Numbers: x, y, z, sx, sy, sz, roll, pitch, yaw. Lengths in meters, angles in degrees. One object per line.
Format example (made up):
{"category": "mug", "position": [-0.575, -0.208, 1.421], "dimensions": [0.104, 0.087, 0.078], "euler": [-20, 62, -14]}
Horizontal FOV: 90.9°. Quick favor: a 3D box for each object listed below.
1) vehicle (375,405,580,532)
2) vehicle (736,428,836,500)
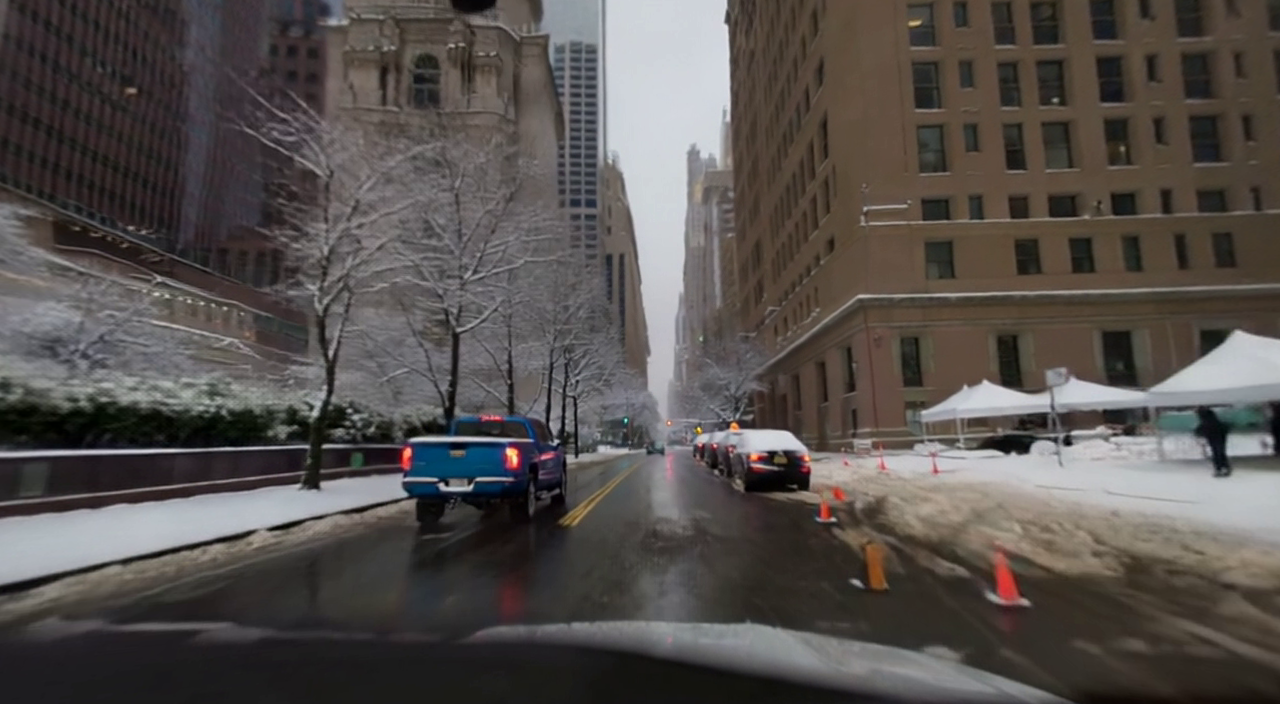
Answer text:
{"category": "vehicle", "position": [-2.823, 2.243, 12.750], "dimensions": [2.452, 1.954, 5.653], "euler": [-1, -8, 2]}
{"category": "vehicle", "position": [3.643, 2.879, 16.535], "dimensions": [2.023, 1.607, 4.225], "euler": [-1, -8, 6]}
